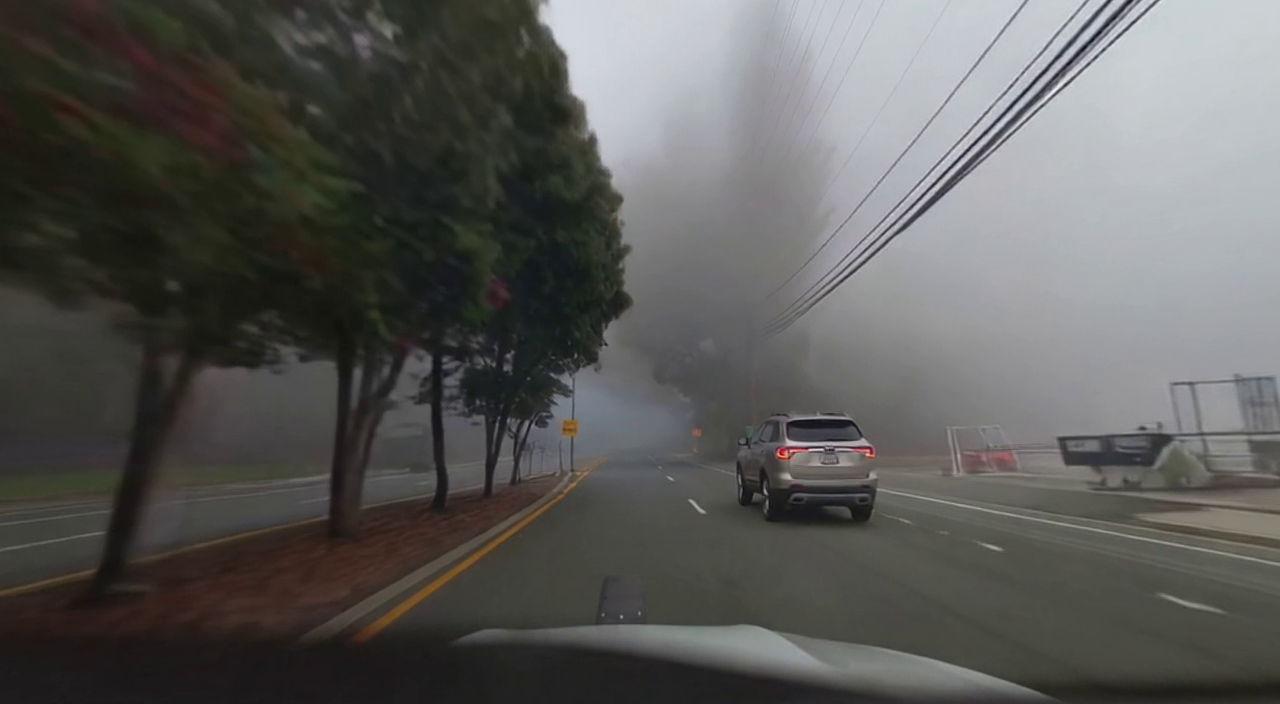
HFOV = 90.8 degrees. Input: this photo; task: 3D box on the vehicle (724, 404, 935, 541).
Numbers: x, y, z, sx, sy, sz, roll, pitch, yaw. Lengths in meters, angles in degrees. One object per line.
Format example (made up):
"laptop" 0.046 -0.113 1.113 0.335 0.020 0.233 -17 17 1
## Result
"vehicle" 2.869 1.971 10.924 2.060 1.820 4.713 0 -9 -1
